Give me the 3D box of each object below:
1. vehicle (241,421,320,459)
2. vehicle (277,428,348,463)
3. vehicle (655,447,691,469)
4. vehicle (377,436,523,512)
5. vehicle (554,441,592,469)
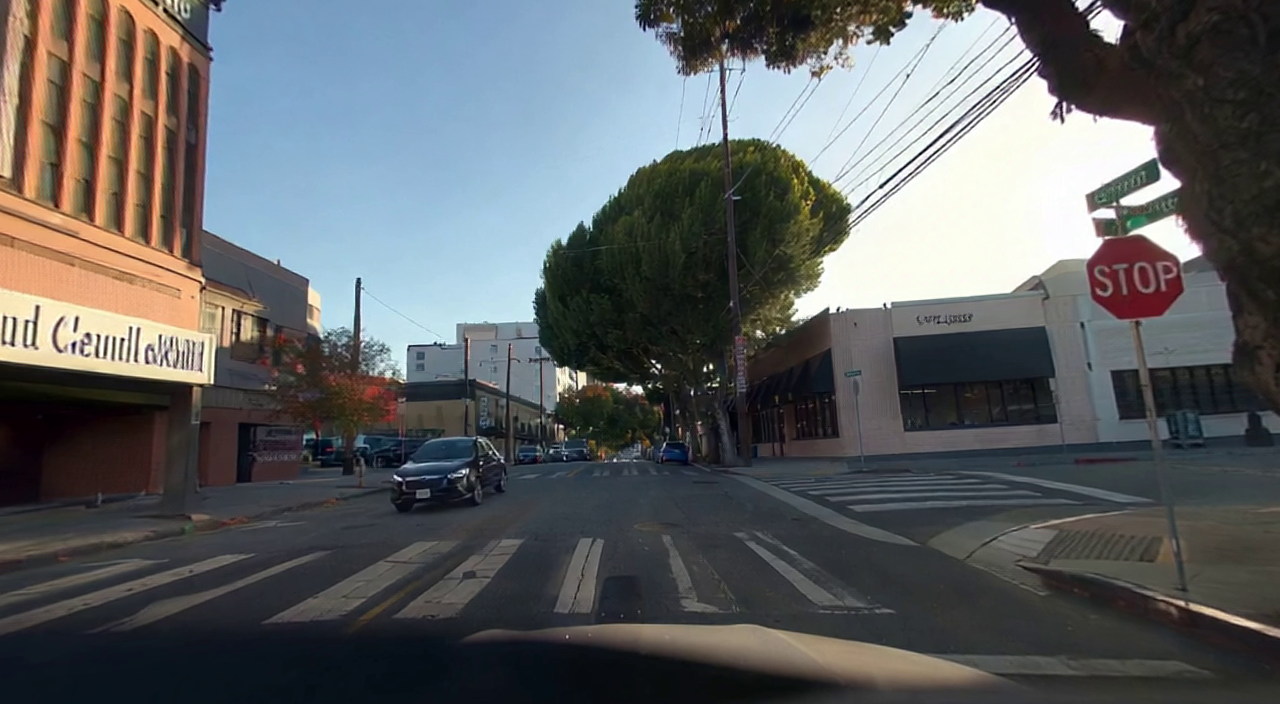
[{"bbox_3d":[-28.119,6.975,49.756,2.249,2.760,6.636,0,-8,0],"label":"vehicle"},{"bbox_3d":[-25.428,7.285,49.331,2.288,2.514,5.886,0,-8,0],"label":"vehicle"},{"bbox_3d":[2.108,6.927,41.504,1.877,1.373,3.854,0,-8,-3],"label":"vehicle"},{"bbox_3d":[-4.250,2.803,15.056,2.140,1.512,4.536,0,-8,-1],"label":"vehicle"},{"bbox_3d":[-5.068,7.915,48.766,2.495,1.966,4.846,0,-8,-1],"label":"vehicle"}]
